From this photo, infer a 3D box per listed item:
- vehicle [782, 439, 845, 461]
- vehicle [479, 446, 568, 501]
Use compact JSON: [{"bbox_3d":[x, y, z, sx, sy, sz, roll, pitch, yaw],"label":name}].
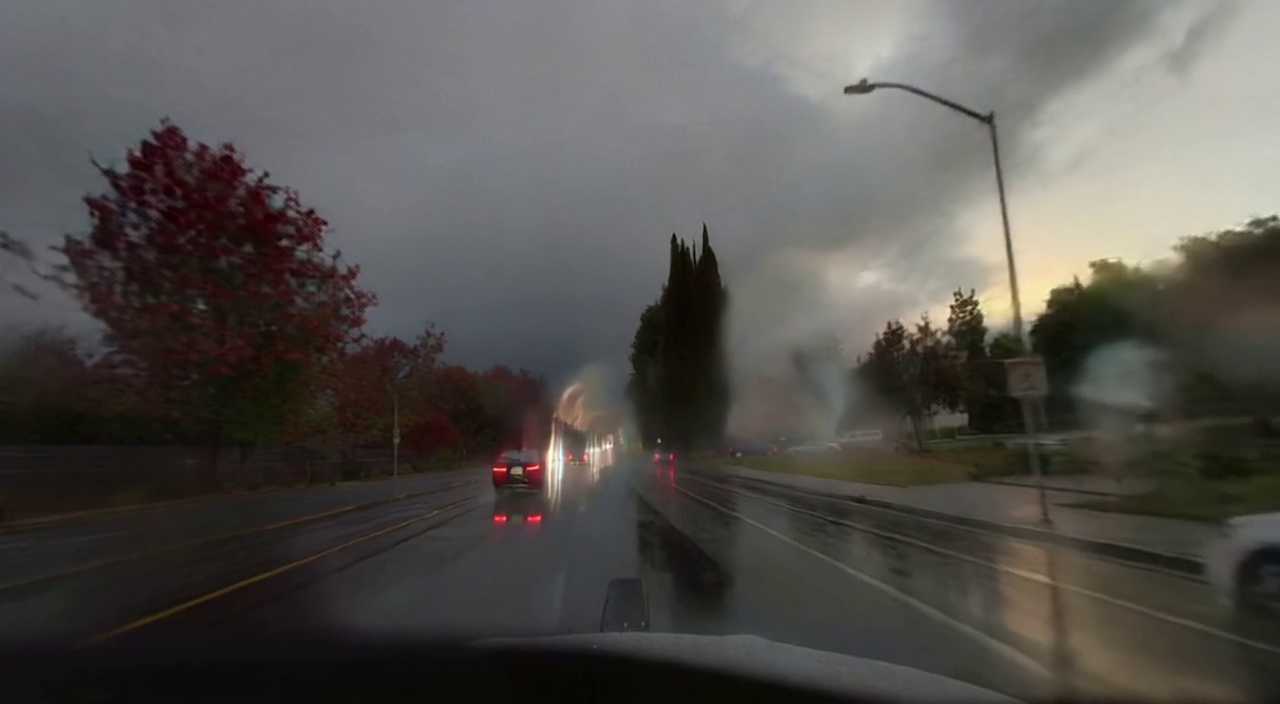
[{"bbox_3d":[12.746,7.192,46.374,3.965,1.543,2.021,0,-8,-3],"label":"vehicle"},{"bbox_3d":[-3.432,3.640,19.435,2.099,1.470,4.302,0,-8,-3],"label":"vehicle"}]
